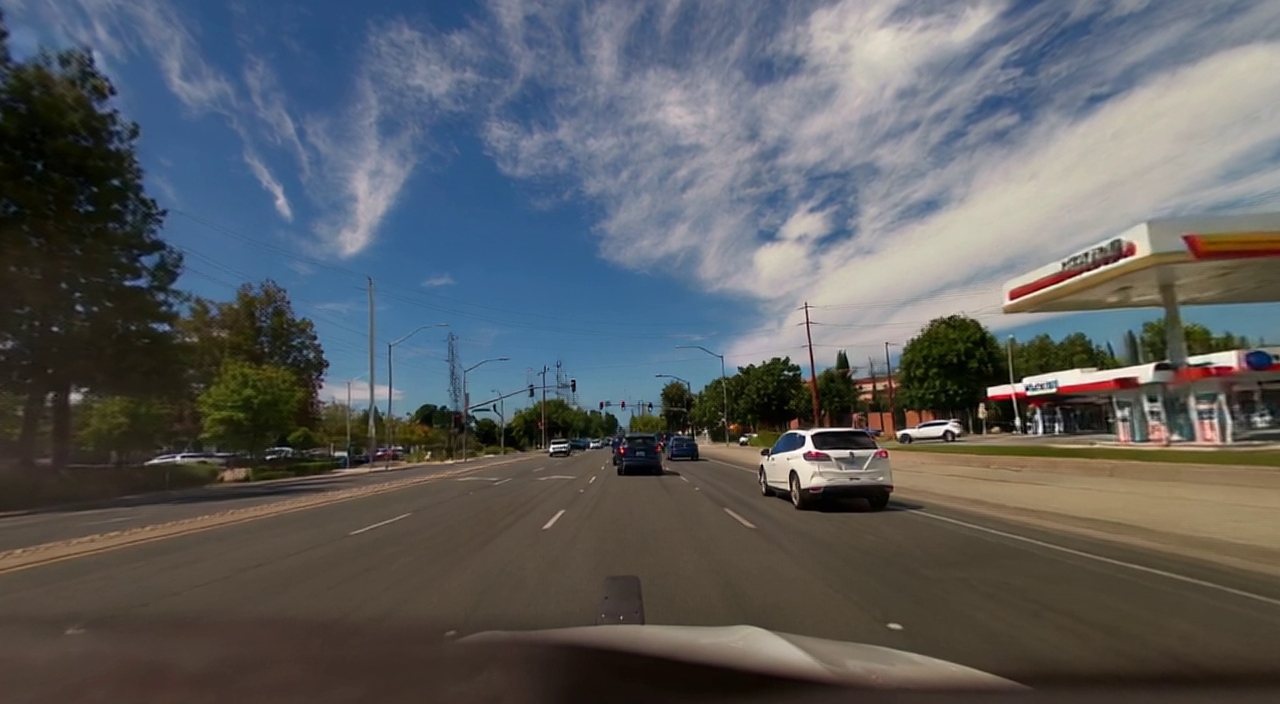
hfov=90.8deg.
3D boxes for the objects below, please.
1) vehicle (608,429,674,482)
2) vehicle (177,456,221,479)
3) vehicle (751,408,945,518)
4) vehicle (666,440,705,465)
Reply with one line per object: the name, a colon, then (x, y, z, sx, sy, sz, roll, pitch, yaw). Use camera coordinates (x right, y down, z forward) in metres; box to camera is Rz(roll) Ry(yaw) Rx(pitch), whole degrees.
vehicle: (-0.041, 3.684, 22.804, 2.164, 1.718, 3.881, 0, -8, -2)
vehicle: (-30.746, 8.002, 43.981, 1.948, 1.452, 4.370, 7, -11, -40)
vehicle: (3.863, 2.189, 12.926, 2.116, 1.791, 5.006, 0, -8, -2)
vehicle: (2.577, 5.803, 36.634, 1.822, 1.331, 3.583, 0, -8, -2)
